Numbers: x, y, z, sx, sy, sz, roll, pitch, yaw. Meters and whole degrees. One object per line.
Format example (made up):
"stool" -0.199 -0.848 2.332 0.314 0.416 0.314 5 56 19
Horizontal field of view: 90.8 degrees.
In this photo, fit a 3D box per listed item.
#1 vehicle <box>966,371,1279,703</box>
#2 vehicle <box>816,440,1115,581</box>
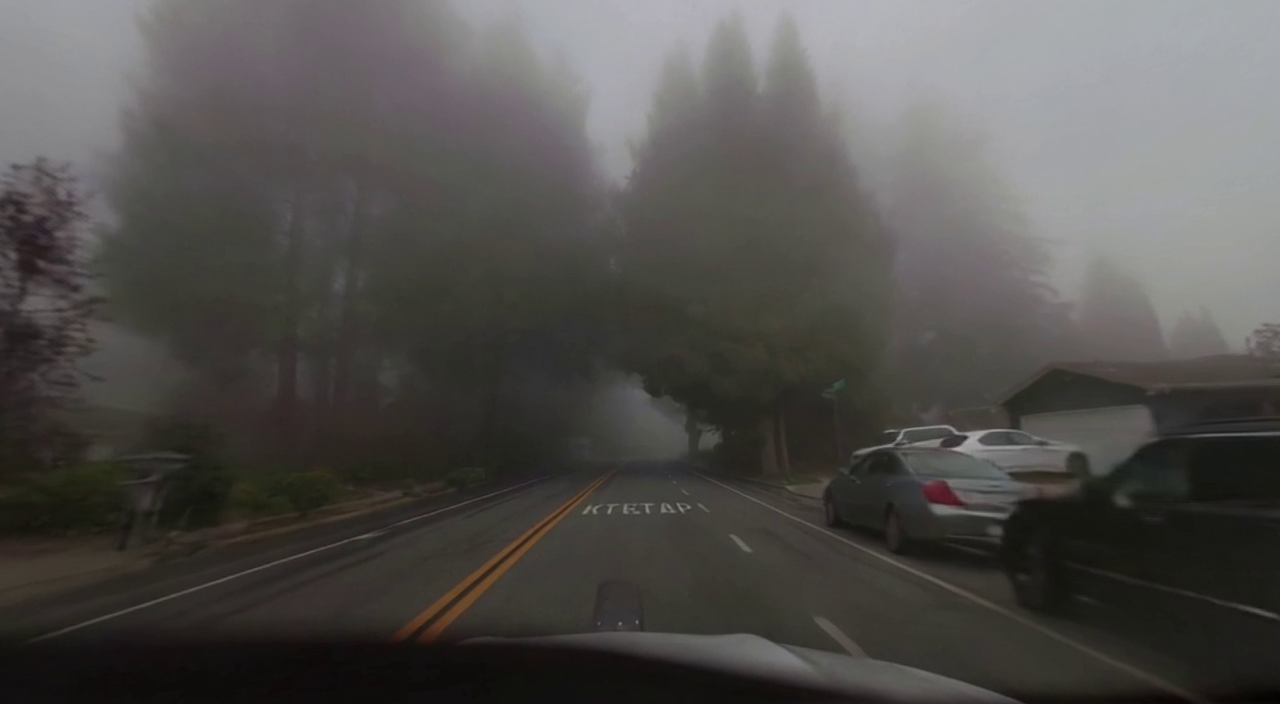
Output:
"vehicle" 4.187 1.070 3.608 2.032 1.792 4.849 0 -9 0
"vehicle" 4.217 2.083 9.210 1.988 1.537 4.350 0 -9 -1
